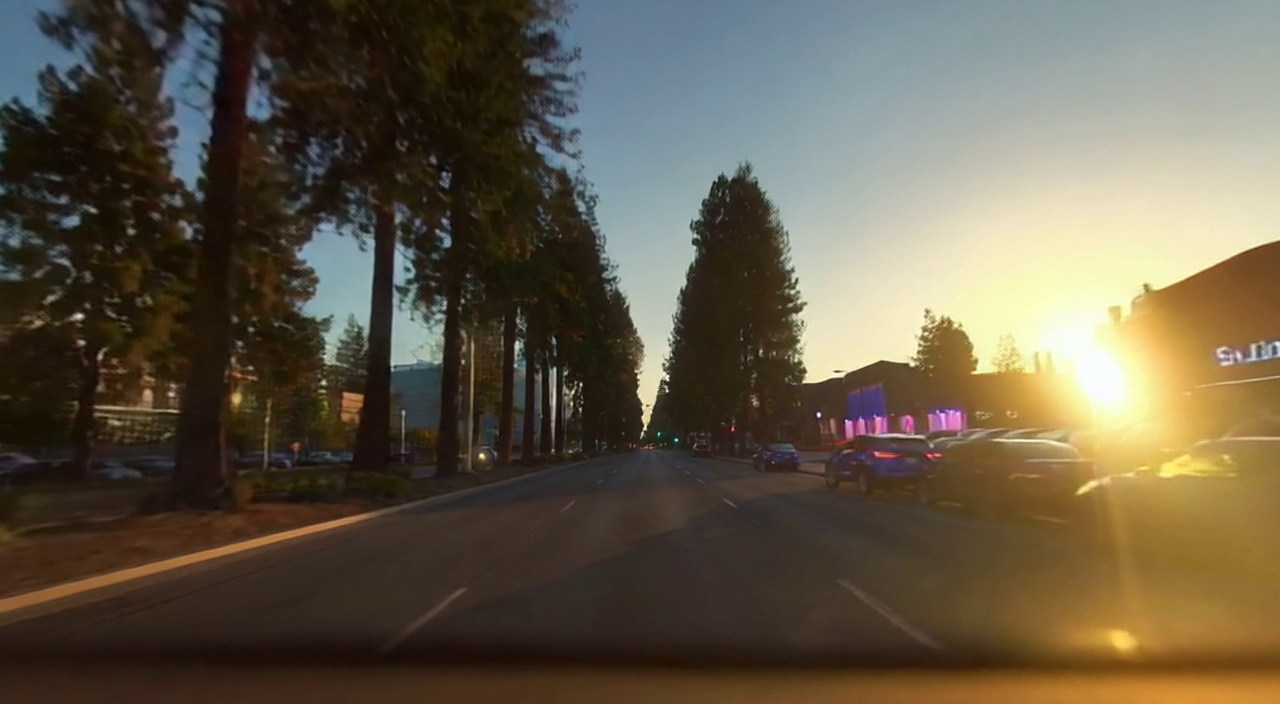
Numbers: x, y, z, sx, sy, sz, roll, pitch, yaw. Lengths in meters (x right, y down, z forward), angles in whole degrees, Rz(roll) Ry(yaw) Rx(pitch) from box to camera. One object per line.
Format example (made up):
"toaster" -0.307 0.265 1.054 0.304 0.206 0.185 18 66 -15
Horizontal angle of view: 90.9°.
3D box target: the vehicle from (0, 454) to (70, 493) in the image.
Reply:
"vehicle" -32.275 6.108 31.929 4.663 1.861 2.194 0 -9 2

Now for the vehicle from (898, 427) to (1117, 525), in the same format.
"vehicle" 7.092 2.414 12.838 1.919 1.616 4.315 0 -8 1

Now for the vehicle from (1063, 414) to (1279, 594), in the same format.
"vehicle" 6.885 1.473 6.319 1.986 1.634 4.783 0 -8 1

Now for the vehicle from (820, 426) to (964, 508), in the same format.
"vehicle" 7.131 3.300 18.576 2.157 2.057 4.994 0 -8 0

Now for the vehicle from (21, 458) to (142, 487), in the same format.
"vehicle" -31.683 6.821 35.884 4.795 1.555 2.221 -1 -9 2

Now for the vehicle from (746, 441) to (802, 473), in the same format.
"vehicle" 7.311 5.788 34.947 2.122 1.602 4.928 -1 -9 1
